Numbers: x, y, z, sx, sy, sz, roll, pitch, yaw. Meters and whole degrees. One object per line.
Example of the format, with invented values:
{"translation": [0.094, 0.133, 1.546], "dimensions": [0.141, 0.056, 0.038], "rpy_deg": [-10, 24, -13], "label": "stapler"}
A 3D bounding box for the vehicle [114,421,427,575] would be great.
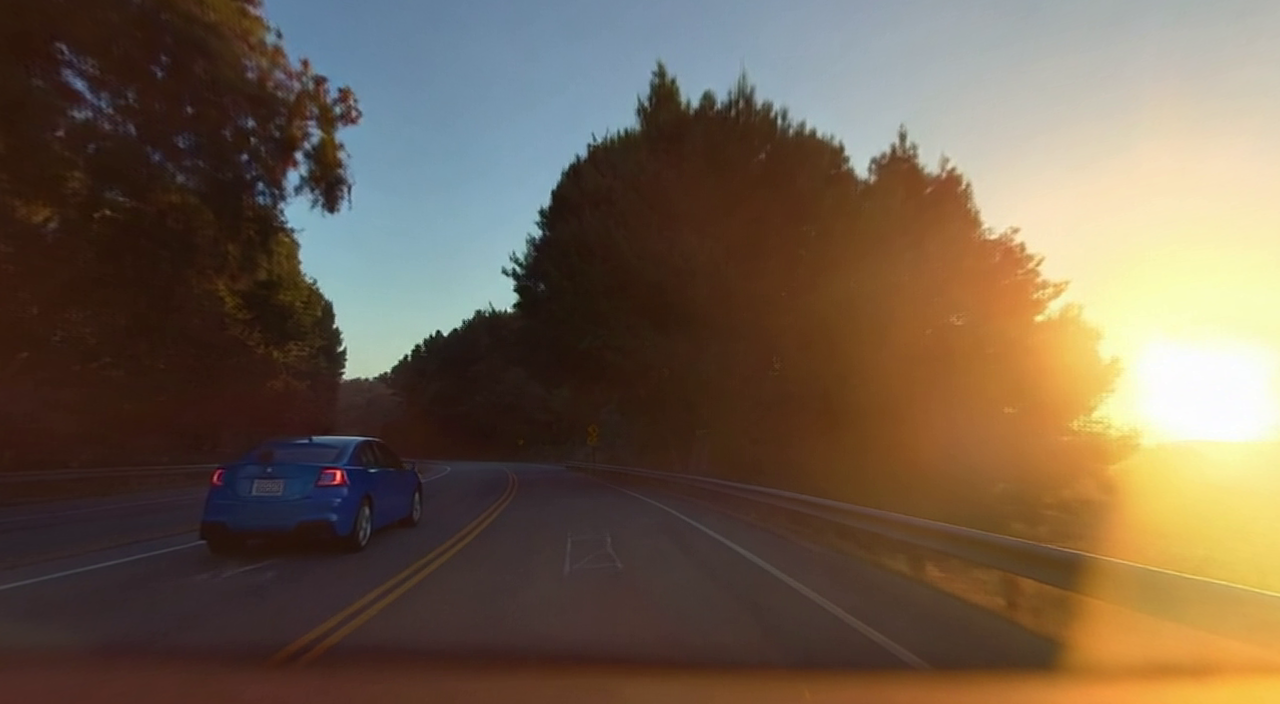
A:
{"translation": [-4.600, 1.863, 8.748], "dimensions": [2.078, 1.607, 3.959], "rpy_deg": [0, -9, -3], "label": "vehicle"}
